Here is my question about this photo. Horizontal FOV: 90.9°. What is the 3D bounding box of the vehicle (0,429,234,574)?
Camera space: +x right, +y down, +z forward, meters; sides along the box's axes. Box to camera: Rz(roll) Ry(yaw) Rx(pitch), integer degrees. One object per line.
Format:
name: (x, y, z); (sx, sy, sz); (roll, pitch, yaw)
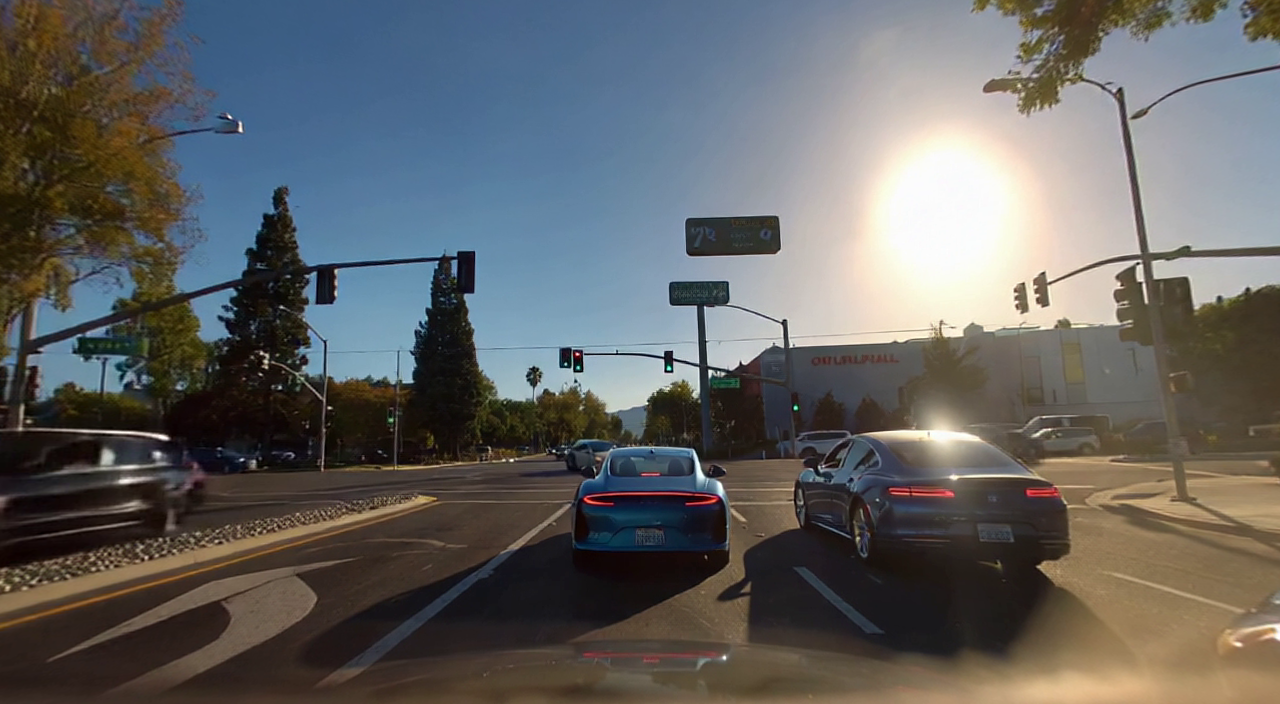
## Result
vehicle: (-8.382, 1.958, 8.818); (2.091, 1.651, 4.870); (0, -8, 1)

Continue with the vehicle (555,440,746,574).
vehicle: (0.120, 1.872, 8.390); (1.945, 1.343, 3.827); (0, -8, 1)

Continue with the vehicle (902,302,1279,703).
vehicle: (3.102, 0.808, 2.530); (2.143, 1.759, 4.531); (0, -8, 0)
